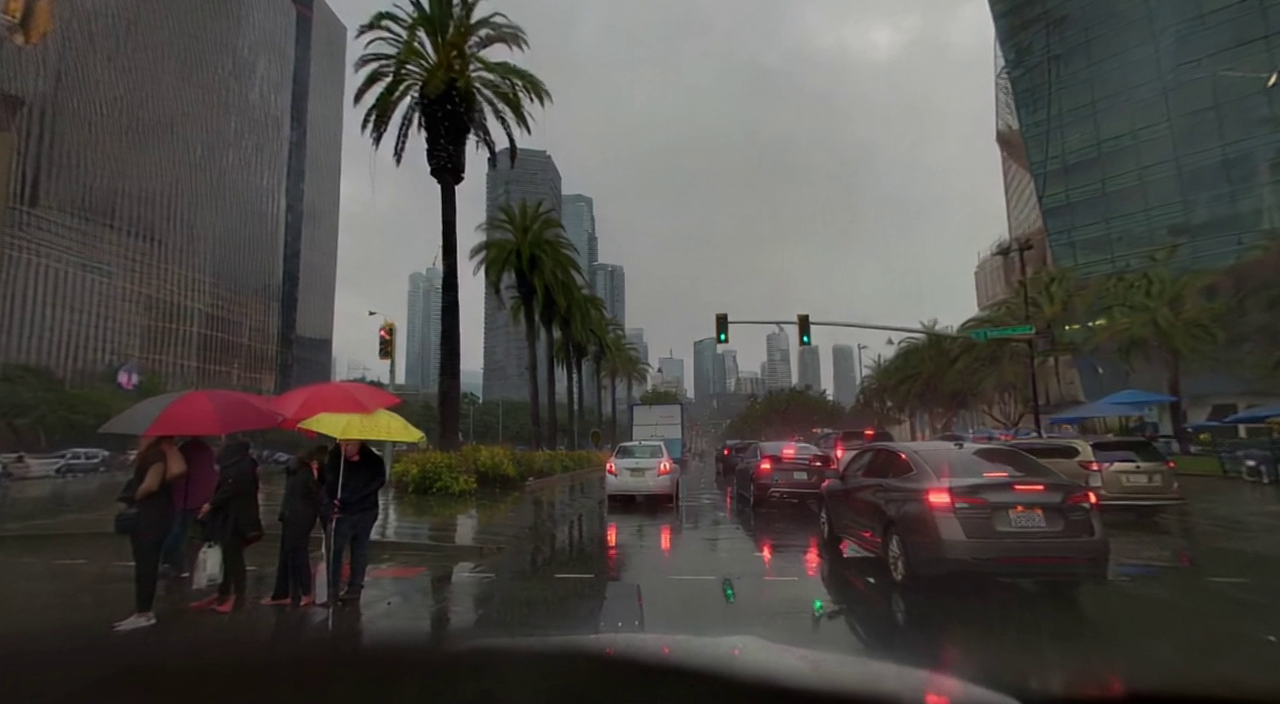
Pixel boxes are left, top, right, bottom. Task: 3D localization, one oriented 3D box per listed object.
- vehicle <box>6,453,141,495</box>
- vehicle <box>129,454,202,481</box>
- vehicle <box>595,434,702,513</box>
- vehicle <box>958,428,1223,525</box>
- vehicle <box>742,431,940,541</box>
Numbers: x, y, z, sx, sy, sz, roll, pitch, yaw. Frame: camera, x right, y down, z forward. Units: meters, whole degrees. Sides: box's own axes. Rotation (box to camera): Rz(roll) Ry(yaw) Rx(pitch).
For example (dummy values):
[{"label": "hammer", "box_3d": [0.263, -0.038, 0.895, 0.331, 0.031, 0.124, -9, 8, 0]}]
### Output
[{"label": "vehicle", "box_3d": [-26.699, 5.715, 29.935, 2.105, 1.793, 4.812, 0, -9, -4]}, {"label": "vehicle", "box_3d": [-33.374, 8.116, 44.452, 1.907, 1.690, 4.456, 1, -9, -5]}, {"label": "vehicle", "box_3d": [0.182, 2.614, 13.970, 2.048, 1.503, 3.681, 0, -9, 1]}, {"label": "vehicle", "box_3d": [8.177, 2.280, 12.067, 1.859, 1.508, 4.259, 0, -9, -1]}, {"label": "vehicle", "box_3d": [3.101, 2.165, 10.844, 1.913, 1.469, 4.425, 0, -9, 0]}]
